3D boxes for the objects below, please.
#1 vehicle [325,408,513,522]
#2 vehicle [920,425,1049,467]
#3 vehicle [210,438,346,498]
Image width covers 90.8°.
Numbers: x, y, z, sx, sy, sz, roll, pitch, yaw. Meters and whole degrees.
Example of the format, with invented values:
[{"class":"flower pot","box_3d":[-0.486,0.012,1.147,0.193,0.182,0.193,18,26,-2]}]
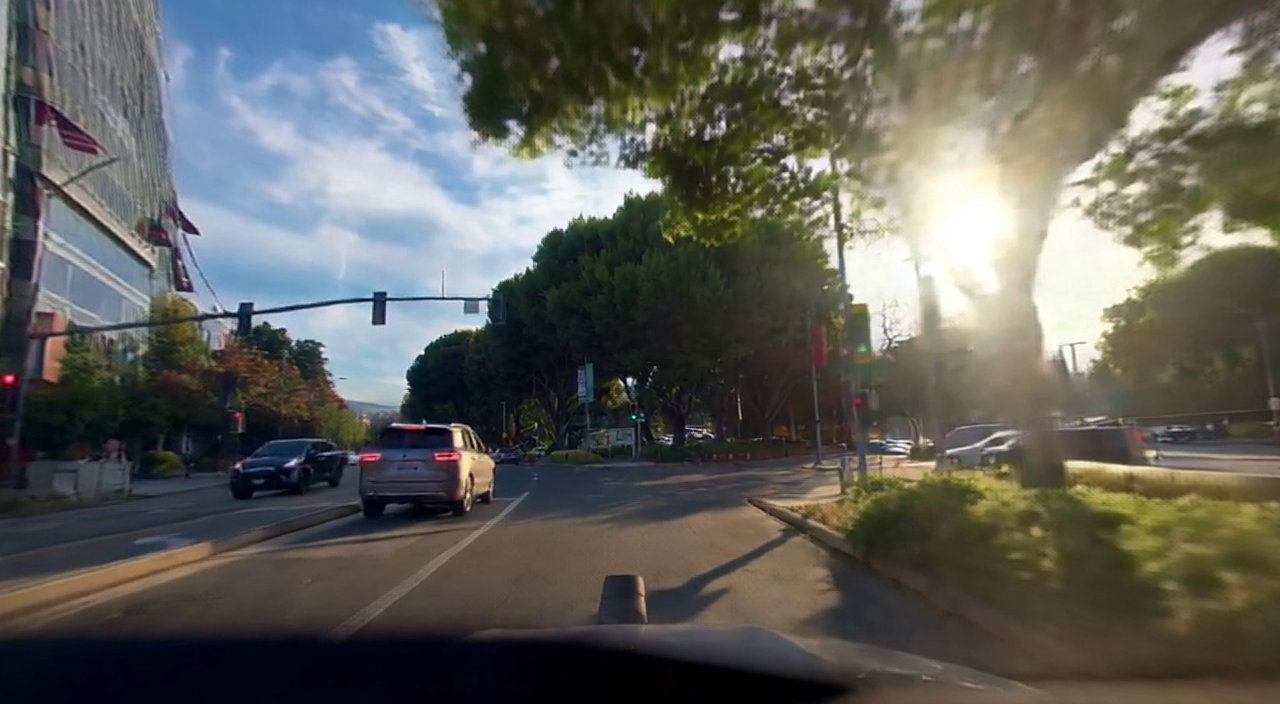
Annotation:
[{"class":"vehicle","box_3d":[-4.046,2.188,12.709,2.134,1.799,5.082,0,-9,-3]},{"class":"vehicle","box_3d":[15.569,4.304,28.906,4.857,1.803,2.147,-4,-9,21]},{"class":"vehicle","box_3d":[-12.079,3.859,21.550,2.433,1.784,4.681,1,-9,-9]}]
